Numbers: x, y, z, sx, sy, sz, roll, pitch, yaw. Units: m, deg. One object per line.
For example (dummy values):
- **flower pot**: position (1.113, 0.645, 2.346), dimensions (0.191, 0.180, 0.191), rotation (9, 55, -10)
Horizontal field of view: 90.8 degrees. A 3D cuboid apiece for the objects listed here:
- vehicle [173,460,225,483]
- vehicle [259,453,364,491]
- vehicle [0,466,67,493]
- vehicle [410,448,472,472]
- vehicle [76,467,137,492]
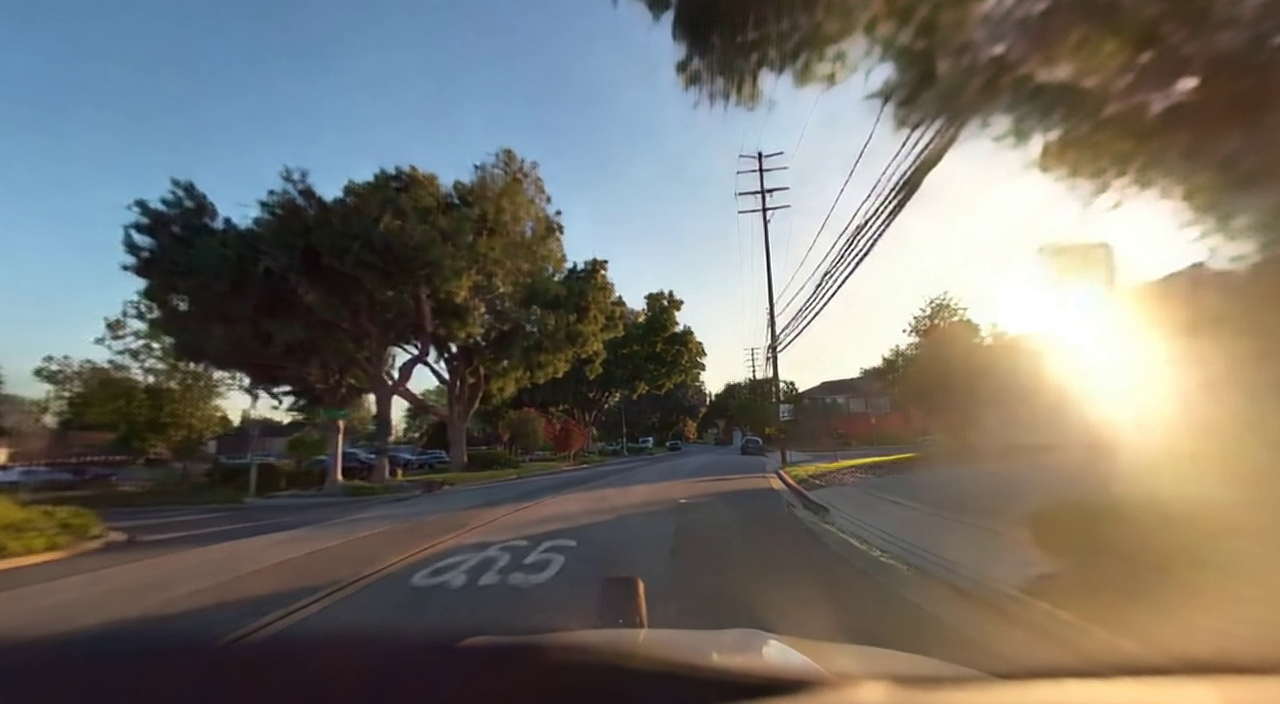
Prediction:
- **vehicle**: position (-34.265, 9.243, 49.024), dimensions (4.478, 1.533, 2.018), rotation (-7, -11, 38)
- **vehicle**: position (-16.786, 6.117, 32.576), dimensions (4.675, 1.442, 1.906), rotation (-1, -8, -24)
- **vehicle**: position (-46.912, 9.630, 47.759), dimensions (4.659, 1.815, 2.069), rotation (3, -9, -18)
- **vehicle**: position (-14.358, 7.791, 45.693), dimensions (4.123, 1.603, 1.906), rotation (2, -9, -16)
- **vehicle**: position (-36.906, 8.793, 43.697), dimensions (4.305, 1.465, 1.903), rotation (-5, -10, 32)
